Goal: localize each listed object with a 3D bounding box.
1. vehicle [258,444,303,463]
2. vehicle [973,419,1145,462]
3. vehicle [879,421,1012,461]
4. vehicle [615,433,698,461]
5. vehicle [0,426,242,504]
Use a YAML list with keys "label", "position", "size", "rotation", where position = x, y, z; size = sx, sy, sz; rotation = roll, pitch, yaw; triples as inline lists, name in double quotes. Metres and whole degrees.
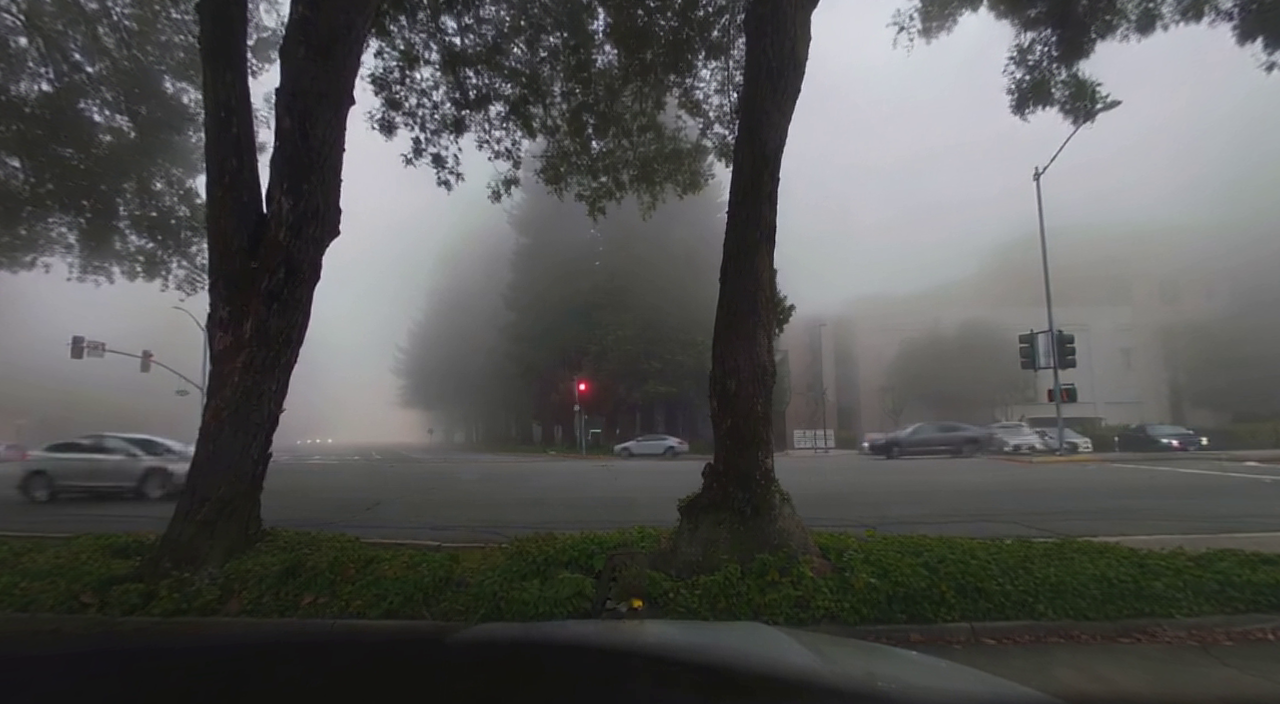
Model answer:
- label: "vehicle"
  position: [-28.129, 7.923, 49.582]
  size: [2.235, 1.417, 4.272]
  rotation: [3, -9, -19]
- label: "vehicle"
  position: [15.023, 3.215, 22.949]
  size: [4.749, 1.461, 1.892]
  rotation: [-1, -9, 9]
- label: "vehicle"
  position: [12.966, 3.835, 27.129]
  size: [4.677, 1.593, 2.029]
  rotation: [-2, -9, 11]
- label: "vehicle"
  position: [0.980, 5.454, 36.178]
  size: [4.488, 1.536, 1.849]
  rotation: [-2, -9, 11]
- label: "vehicle"
  position: [-12.930, 2.755, 15.636]
  size: [4.959, 1.715, 2.162]
  rotation: [-2, -9, 11]
